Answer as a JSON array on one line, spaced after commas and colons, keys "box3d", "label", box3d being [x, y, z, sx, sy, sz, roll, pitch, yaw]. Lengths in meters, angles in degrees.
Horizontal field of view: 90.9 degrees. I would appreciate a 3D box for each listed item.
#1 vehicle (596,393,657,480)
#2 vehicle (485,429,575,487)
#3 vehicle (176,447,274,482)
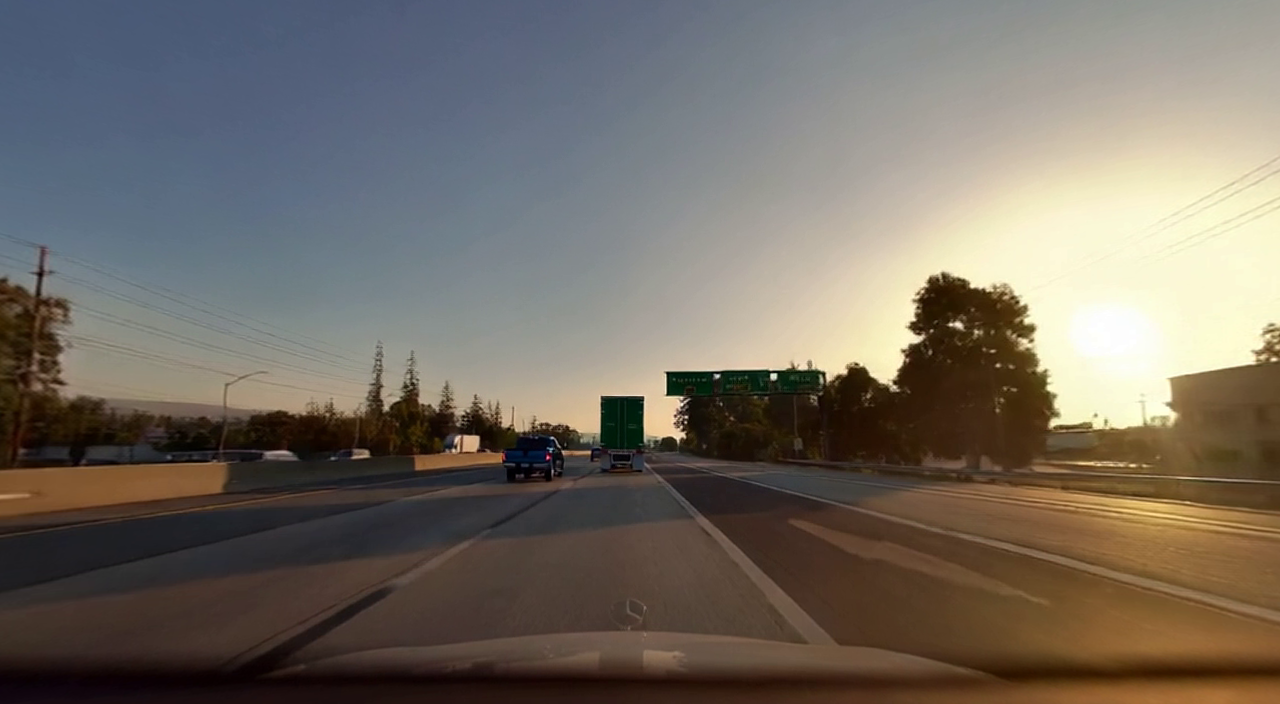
[{"box3d": [-0.716, 4.947, 36.585, 2.879, 4.085, 13.125, 0, -8, -1], "label": "vehicle"}, {"box3d": [-4.466, 4.451, 26.943, 2.749, 2.141, 6.515, 0, -8, -1], "label": "vehicle"}, {"box3d": [-19.166, 5.170, 29.373, 1.833, 1.455, 4.093, 0, -8, -1], "label": "vehicle"}]
